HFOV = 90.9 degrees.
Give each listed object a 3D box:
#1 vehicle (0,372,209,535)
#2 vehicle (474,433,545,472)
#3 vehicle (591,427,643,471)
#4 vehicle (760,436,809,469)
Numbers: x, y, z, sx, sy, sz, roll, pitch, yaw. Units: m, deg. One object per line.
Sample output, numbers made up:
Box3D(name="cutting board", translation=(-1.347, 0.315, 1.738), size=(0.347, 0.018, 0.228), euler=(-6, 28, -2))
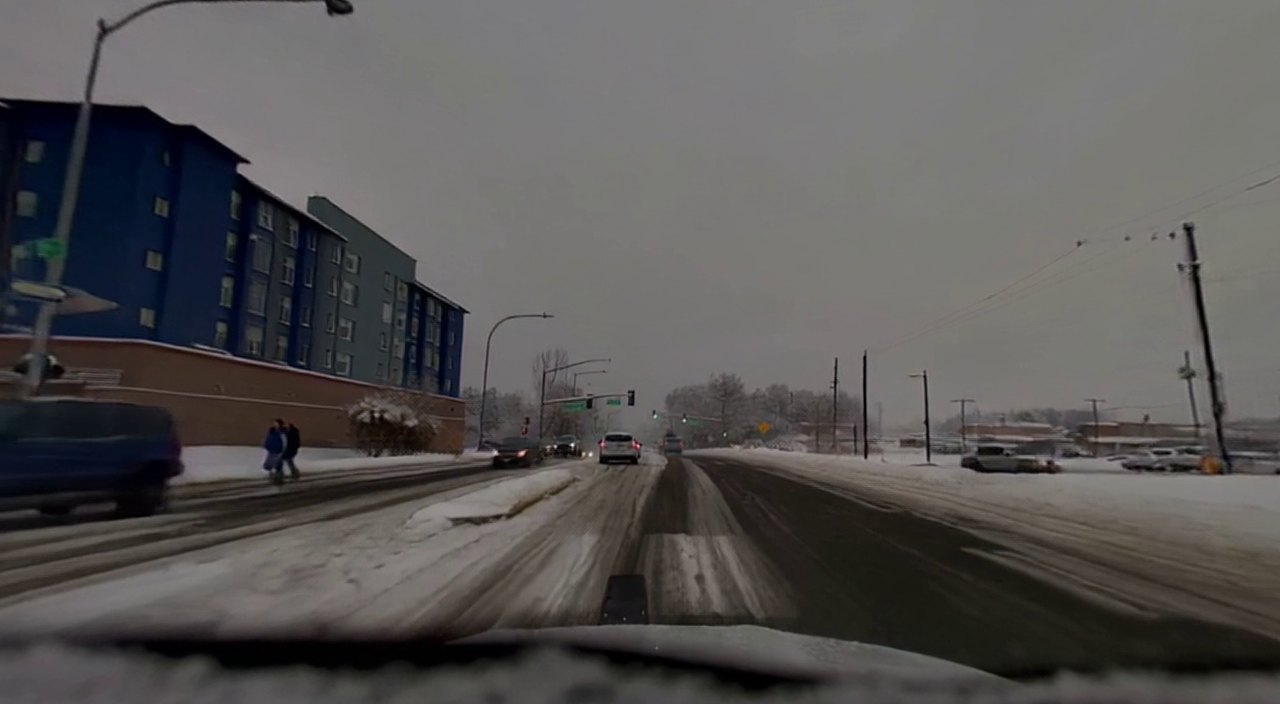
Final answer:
Box3D(name="vehicle", translation=(-9.284, 1.450, 9.260), size=(2.393, 2.059, 4.739), euler=(0, -7, 2))
Box3D(name="vehicle", translation=(-5.438, 4.213, 26.874), size=(1.973, 1.502, 4.275), euler=(0, -7, 2))
Box3D(name="vehicle", translation=(-1.022, 4.314, 28.492), size=(2.160, 1.786, 4.702), euler=(1, -7, -2))
Box3D(name="vehicle", translation=(8.344, 5.804, 36.698), size=(1.952, 1.749, 4.311), euler=(0, -7, 2))
